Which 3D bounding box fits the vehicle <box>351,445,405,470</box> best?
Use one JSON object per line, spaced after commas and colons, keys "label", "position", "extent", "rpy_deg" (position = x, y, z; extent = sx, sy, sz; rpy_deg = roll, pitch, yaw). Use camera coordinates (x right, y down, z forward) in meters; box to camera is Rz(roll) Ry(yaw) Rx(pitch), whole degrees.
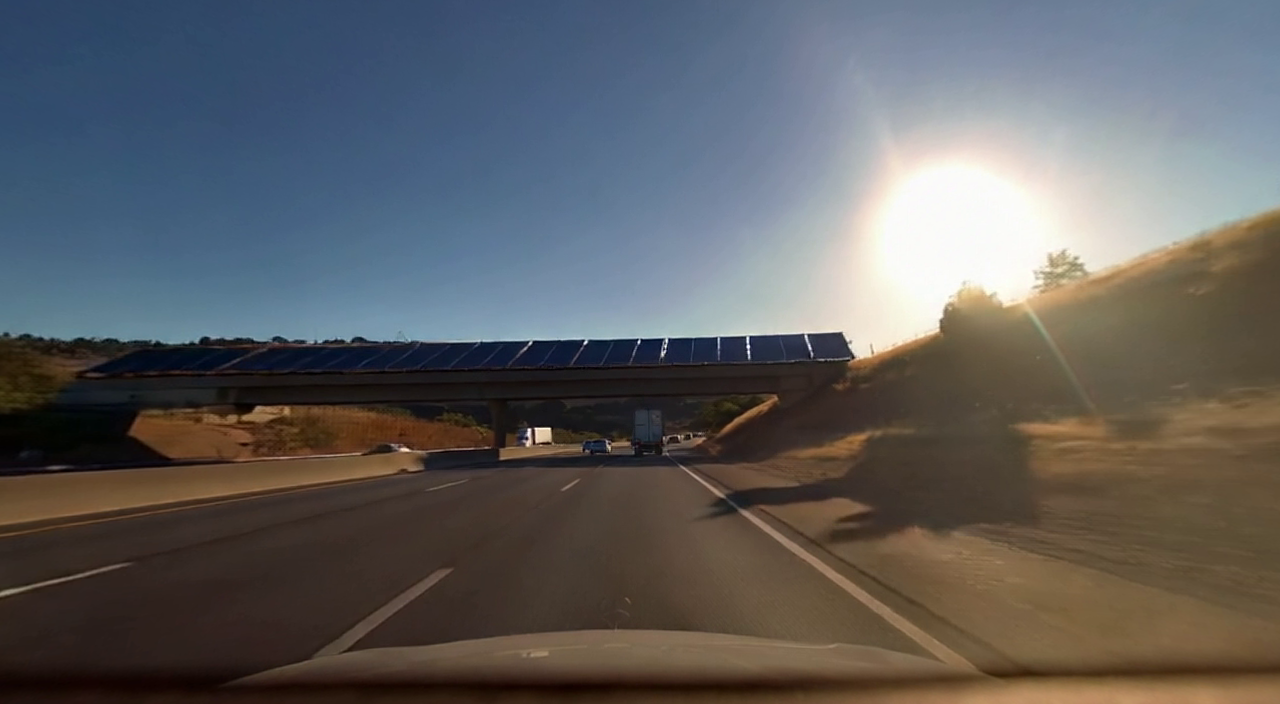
{"label": "vehicle", "position": [-18.981, 7.662, 45.807], "extent": [1.938, 1.649, 4.569], "rpy_deg": [-1, -8, 0]}
